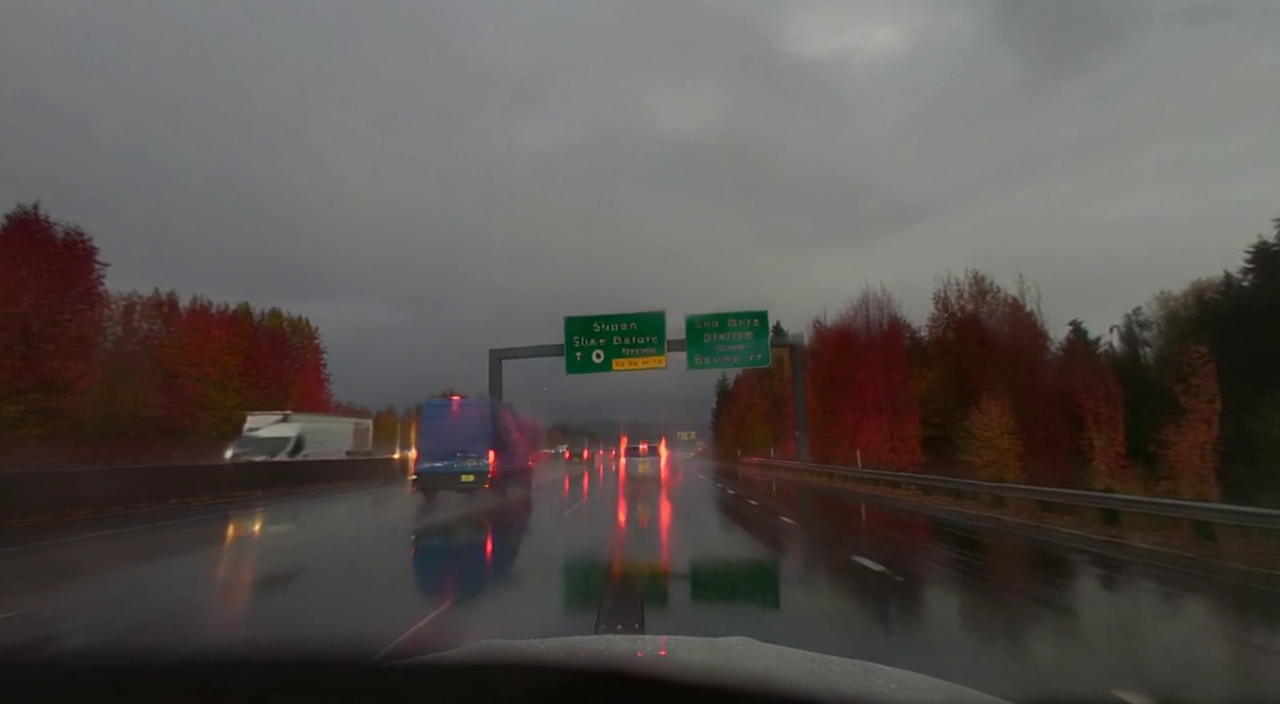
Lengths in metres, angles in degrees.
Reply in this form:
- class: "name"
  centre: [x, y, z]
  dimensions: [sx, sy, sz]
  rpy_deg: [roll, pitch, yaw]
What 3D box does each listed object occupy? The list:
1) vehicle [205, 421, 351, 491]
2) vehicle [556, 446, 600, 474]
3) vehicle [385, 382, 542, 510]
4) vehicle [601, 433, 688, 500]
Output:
- class: "vehicle"
  centre: [-14.018, 4.094, 24.842]
  dimensions: [2.221, 2.411, 5.749]
  rpy_deg: [0, -9, 1]
- class: "vehicle"
  centre: [-3.483, 6.118, 35.796]
  dimensions: [2.015, 1.496, 4.312]
  rpy_deg: [0, -9, 1]
- class: "vehicle"
  centre: [-4.176, 2.431, 16.213]
  dimensions: [2.275, 2.692, 5.810]
  rpy_deg: [0, -9, 1]
- class: "vehicle"
  centre: [0.151, 3.221, 17.954]
  dimensions: [2.195, 1.679, 4.070]
  rpy_deg: [0, -9, 1]
